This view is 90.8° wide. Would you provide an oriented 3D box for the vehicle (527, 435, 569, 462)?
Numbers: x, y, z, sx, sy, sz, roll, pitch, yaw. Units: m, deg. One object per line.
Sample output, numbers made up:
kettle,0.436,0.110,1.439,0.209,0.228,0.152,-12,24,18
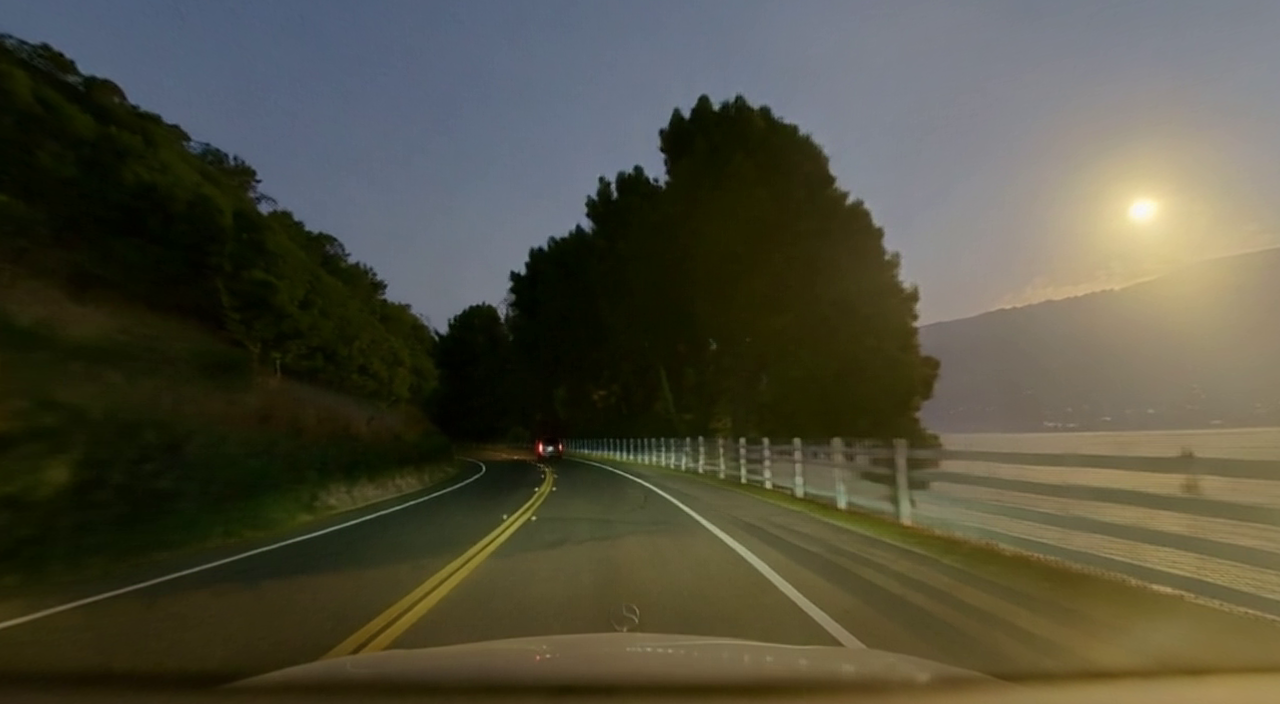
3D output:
vehicle,-7.316,7.610,49.841,2.439,1.912,5.605,3,-9,-16
